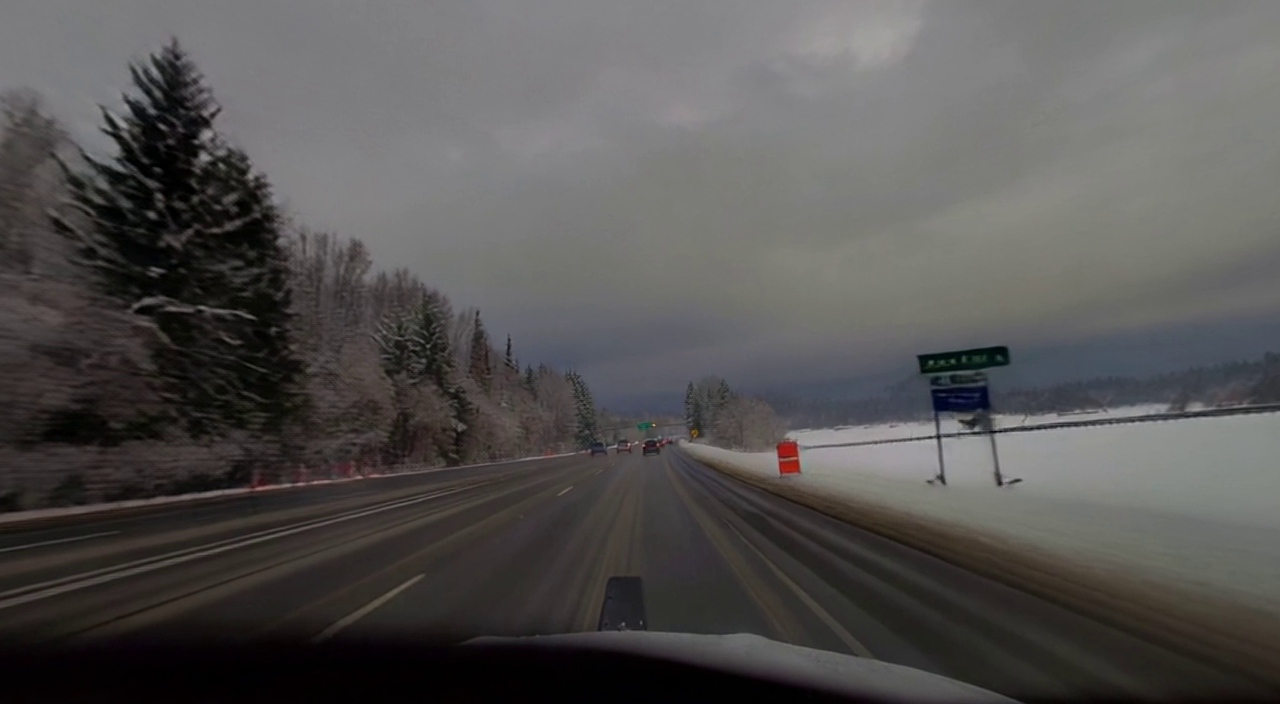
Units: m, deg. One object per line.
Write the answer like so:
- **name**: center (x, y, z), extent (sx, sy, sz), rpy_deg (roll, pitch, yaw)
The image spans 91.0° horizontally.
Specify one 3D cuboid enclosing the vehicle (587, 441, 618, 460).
- **vehicle**: center (-2.886, 7.765, 49.804), extent (2.118, 1.475, 4.263), rpy_deg (0, -8, 1)
